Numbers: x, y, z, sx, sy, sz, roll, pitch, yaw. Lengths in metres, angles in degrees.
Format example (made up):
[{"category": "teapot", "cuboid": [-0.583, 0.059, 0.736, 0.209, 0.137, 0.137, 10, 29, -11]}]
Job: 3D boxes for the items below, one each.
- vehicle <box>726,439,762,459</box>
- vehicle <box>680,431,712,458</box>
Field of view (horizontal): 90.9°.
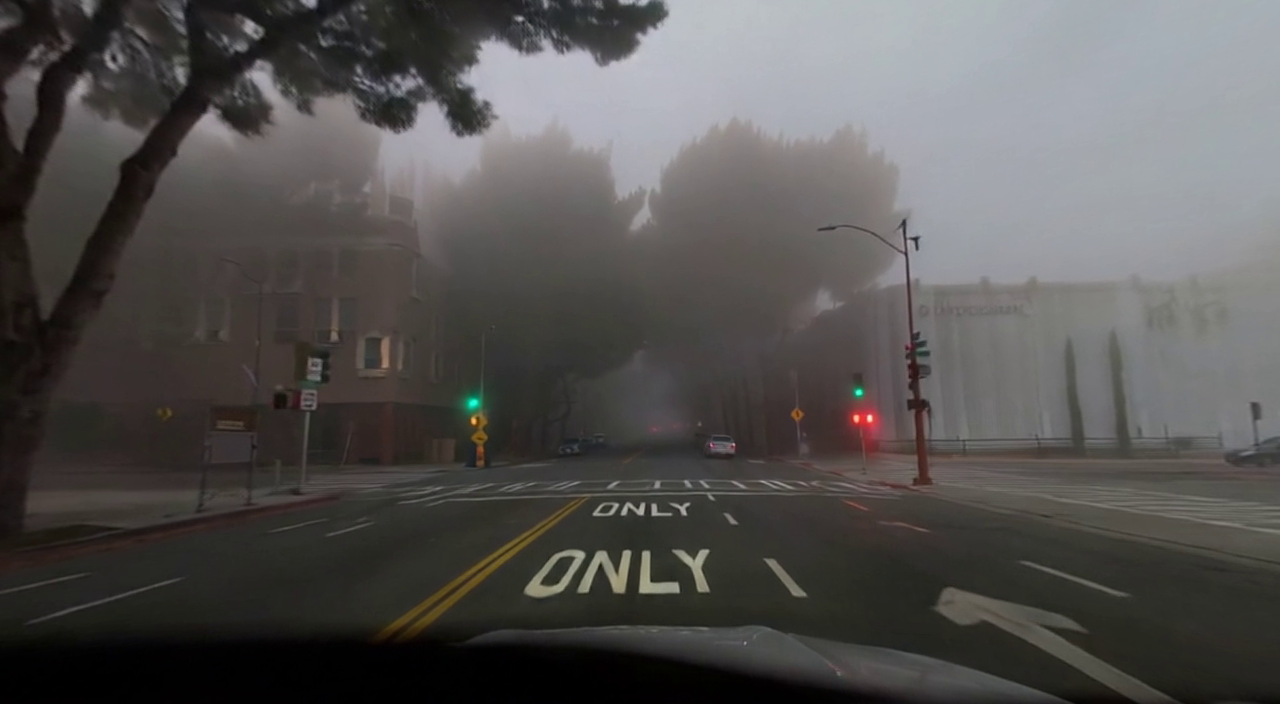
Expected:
[{"category": "vehicle", "cuboid": [8.163, 7.629, 49.812, 1.997, 1.510, 4.455, 0, -8, -1]}, {"category": "vehicle", "cuboid": [4.154, 6.936, 47.218, 1.971, 1.919, 4.748, 0, -8, 0]}]
